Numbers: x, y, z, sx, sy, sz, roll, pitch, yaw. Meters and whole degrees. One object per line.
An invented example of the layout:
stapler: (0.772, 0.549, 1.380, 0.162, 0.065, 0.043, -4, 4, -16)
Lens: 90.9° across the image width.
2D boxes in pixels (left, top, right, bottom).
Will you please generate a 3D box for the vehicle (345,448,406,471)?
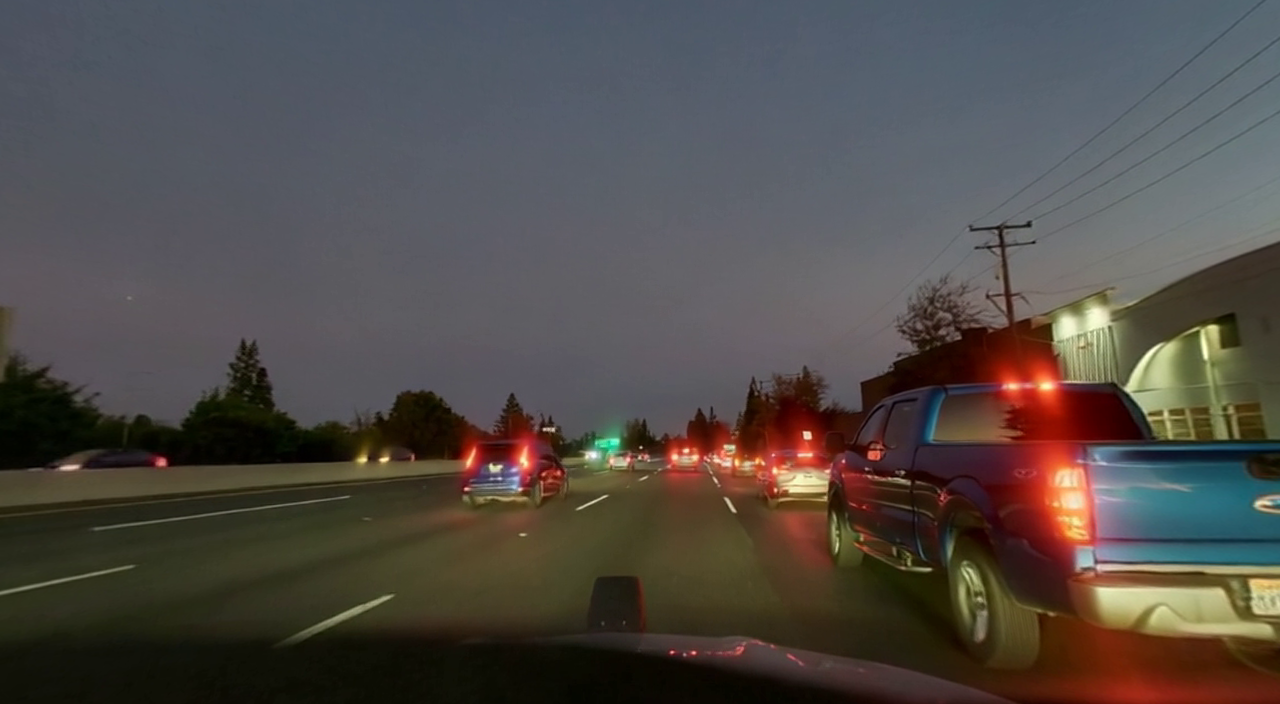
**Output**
vehicle: (-20.521, 8.343, 49.281, 2.102, 1.652, 5.303, -1, -8, 5)

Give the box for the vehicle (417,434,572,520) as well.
vehicle: (-3.214, 2.869, 15.133, 2.209, 1.714, 4.576, -1, -8, 6)

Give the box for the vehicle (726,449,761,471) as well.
vehicle: (7.442, 7.796, 45.557, 2.072, 1.456, 4.537, -1, -8, 4)

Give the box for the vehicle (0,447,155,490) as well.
vehicle: (-26.510, 5.412, 29.821, 2.209, 1.785, 5.754, -1, -8, 6)

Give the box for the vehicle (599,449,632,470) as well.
vehicle: (-1.836, 8.261, 48.755, 2.119, 1.478, 4.644, -1, -8, 3)

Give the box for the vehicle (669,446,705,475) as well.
vehicle: (2.941, 6.678, 39.153, 2.080, 1.682, 4.150, -1, -8, 5)

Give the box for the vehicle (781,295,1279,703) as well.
vehicle: (3.340, 1.256, 6.151, 3.024, 2.092, 6.797, -1, -8, 6)
